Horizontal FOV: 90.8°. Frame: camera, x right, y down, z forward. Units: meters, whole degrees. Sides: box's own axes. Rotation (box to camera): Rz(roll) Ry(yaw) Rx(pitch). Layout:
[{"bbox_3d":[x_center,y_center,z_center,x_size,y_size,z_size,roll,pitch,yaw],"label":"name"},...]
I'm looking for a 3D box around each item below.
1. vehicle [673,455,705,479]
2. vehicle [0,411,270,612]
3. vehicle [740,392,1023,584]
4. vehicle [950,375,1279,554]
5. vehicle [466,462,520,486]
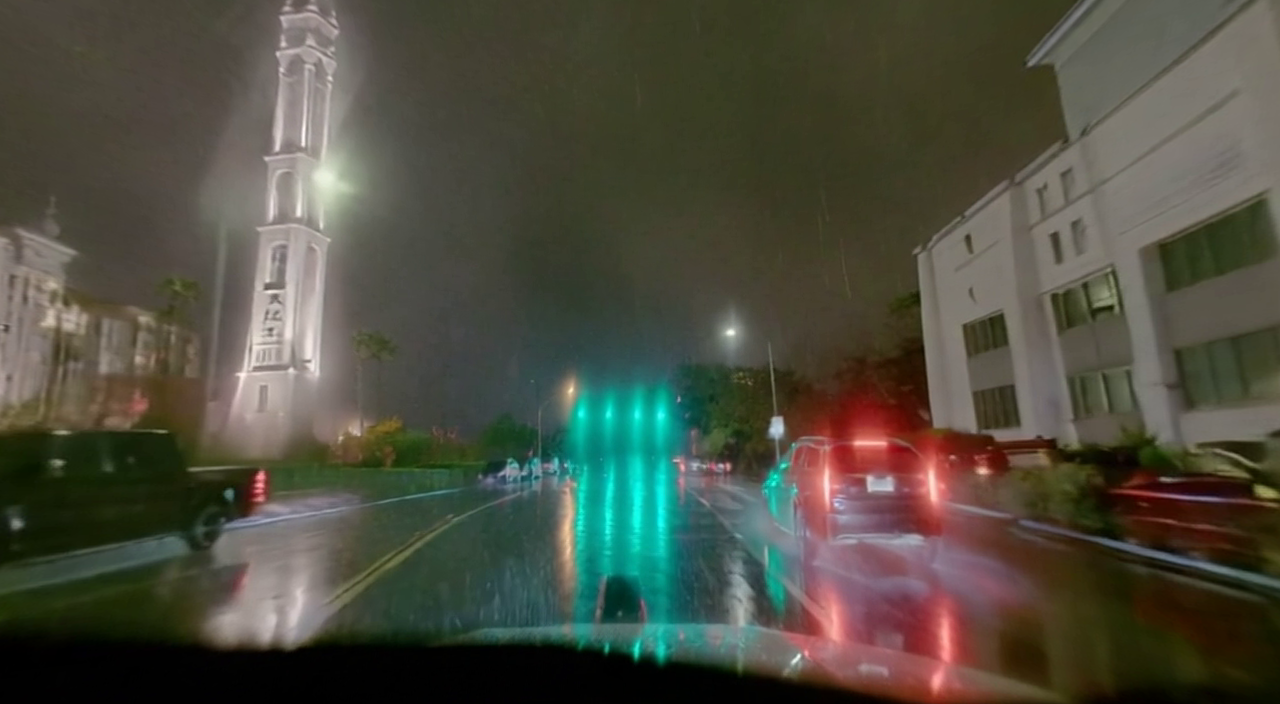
[{"bbox_3d":[3.719,8.773,48.365,2.196,1.655,3.939,0,-8,2],"label":"vehicle"},{"bbox_3d":[-8.103,2.096,9.180,2.100,2.227,5.094,-1,-8,3],"label":"vehicle"},{"bbox_3d":[2.708,1.642,8.401,1.995,1.858,4.333,0,-8,0],"label":"vehicle"},{"bbox_3d":[5.789,1.566,7.421,1.815,1.220,5.003,-6,-20,0],"label":"vehicle"},{"bbox_3d":[-9.198,7.678,39.927,2.118,1.305,4.687,-2,-9,2],"label":"vehicle"}]
